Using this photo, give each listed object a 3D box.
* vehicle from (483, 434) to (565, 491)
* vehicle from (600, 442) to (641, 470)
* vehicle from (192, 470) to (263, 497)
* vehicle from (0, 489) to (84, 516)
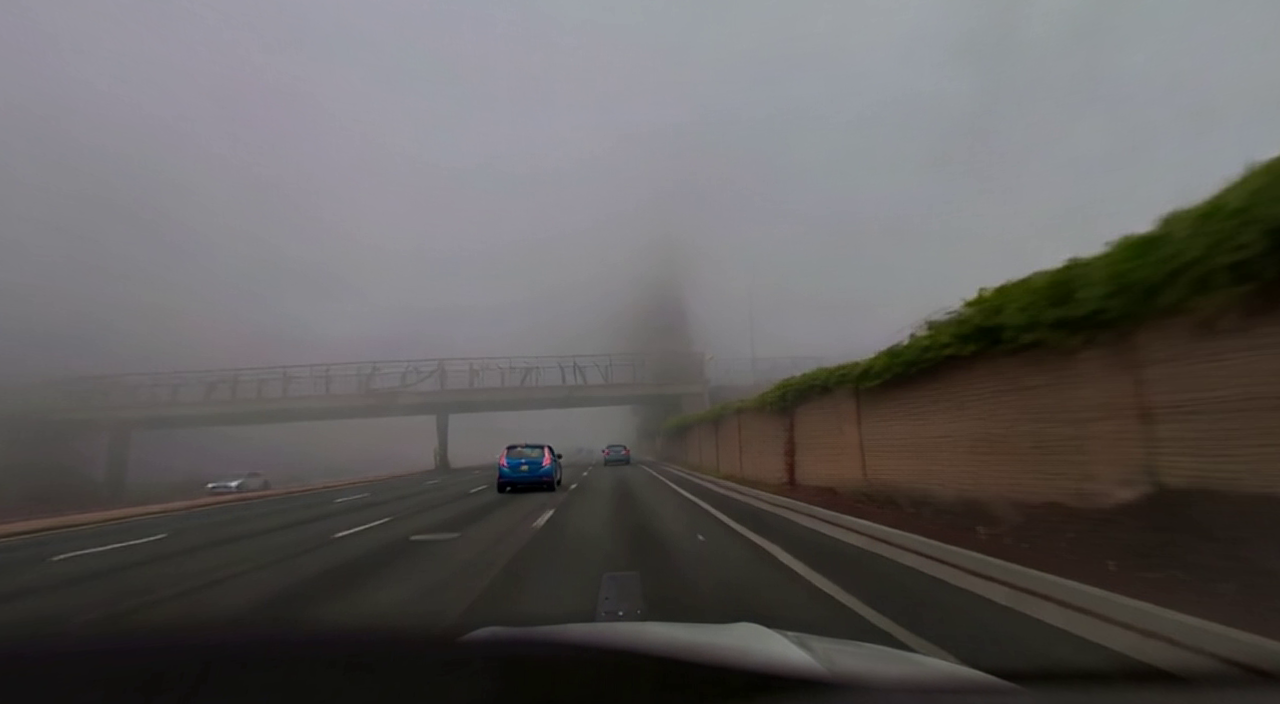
[{"bbox_3d":[-3.957,3.852,22.406,2.223,1.771,4.581,0,-9,-3],"label":"vehicle"},{"bbox_3d":[-1.210,6.010,36.676,2.205,1.509,4.272,0,-9,-4],"label":"vehicle"},{"bbox_3d":[-26.554,8.432,40.845,1.803,1.477,4.187,0,-9,-2],"label":"vehicle"},{"bbox_3d":[-42.811,10.615,44.540,5.045,1.667,2.174,0,-8,0],"label":"vehicle"}]
